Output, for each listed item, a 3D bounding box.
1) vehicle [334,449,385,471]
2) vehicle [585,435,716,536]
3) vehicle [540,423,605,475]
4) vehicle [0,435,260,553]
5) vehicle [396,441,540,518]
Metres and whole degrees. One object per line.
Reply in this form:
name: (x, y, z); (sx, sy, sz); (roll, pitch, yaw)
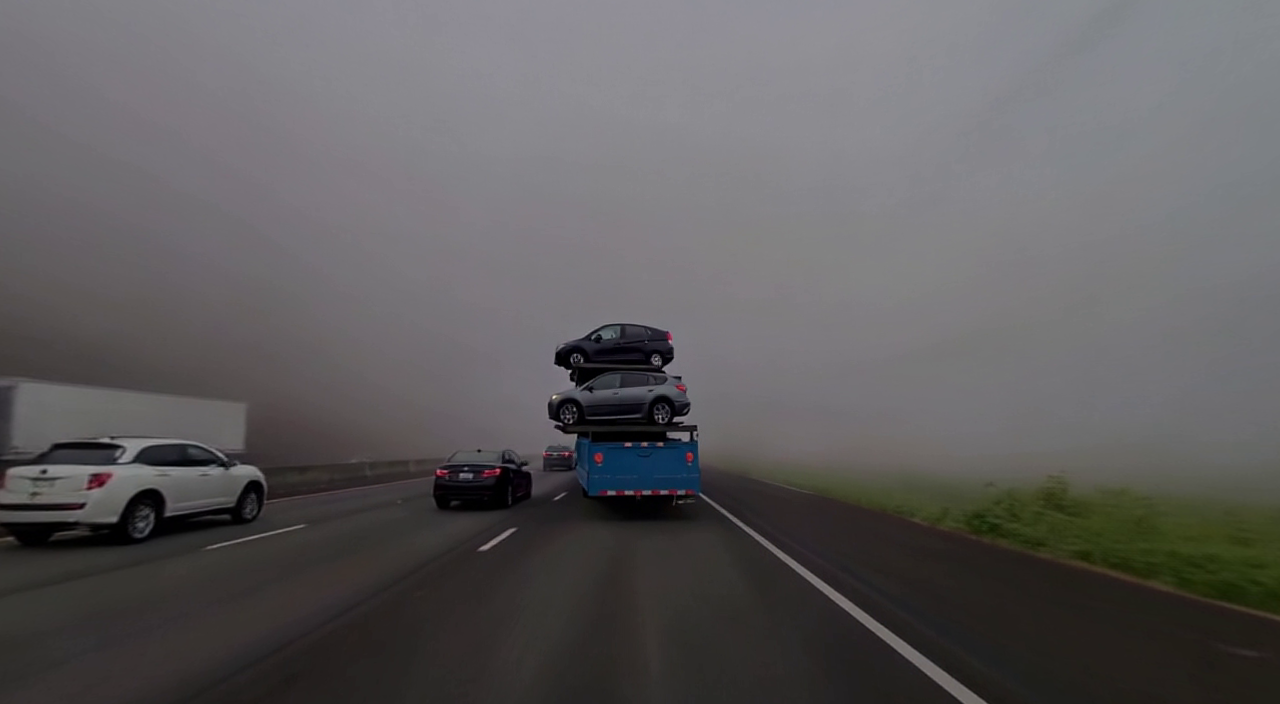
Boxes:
vehicle: (-19.097, 7.352, 43.087); (1.852, 1.424, 3.430); (0, -9, 0)
vehicle: (0.162, 2.308, 11.391); (1.991, 1.507, 3.391); (0, -9, 0)
vehicle: (-2.302, 3.379, 22.011); (2.031, 1.594, 4.103); (1, -9, -5)
vehicle: (-8.342, 2.158, 10.215); (1.888, 1.507, 3.949); (0, -9, 0)
vehicle: (-3.694, 2.828, 14.523); (1.947, 1.470, 4.526); (0, -9, 1)
